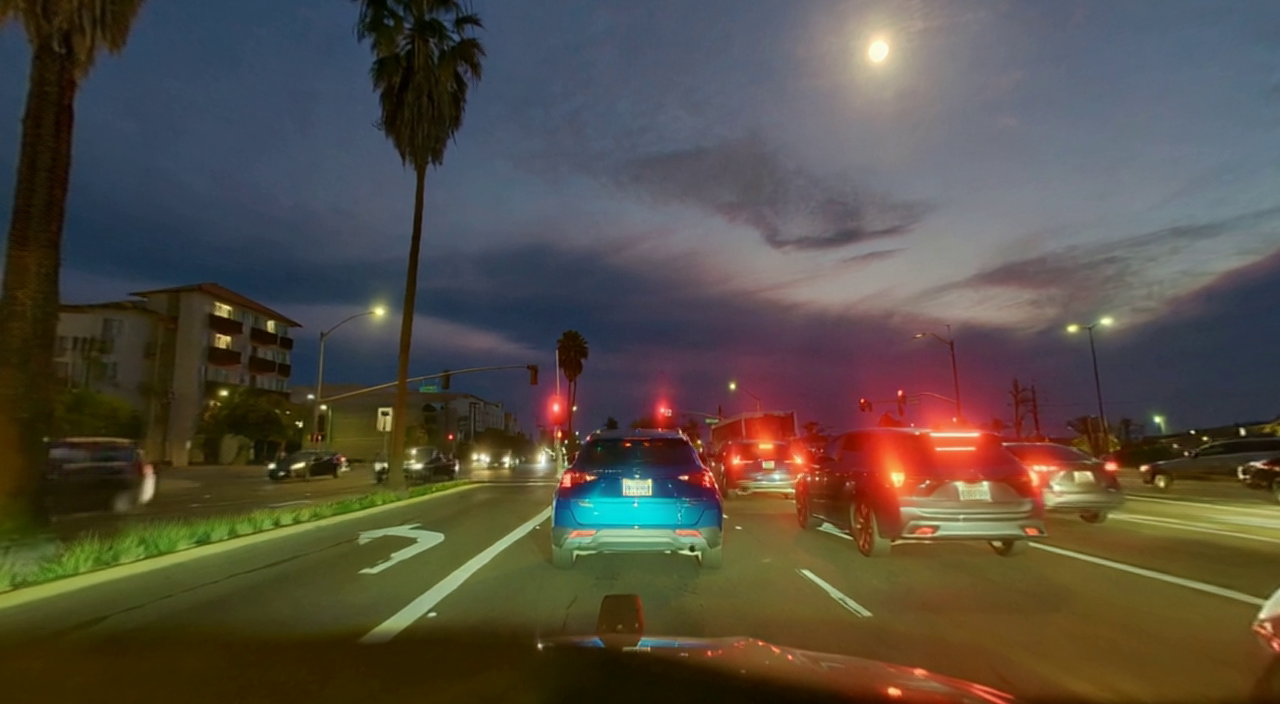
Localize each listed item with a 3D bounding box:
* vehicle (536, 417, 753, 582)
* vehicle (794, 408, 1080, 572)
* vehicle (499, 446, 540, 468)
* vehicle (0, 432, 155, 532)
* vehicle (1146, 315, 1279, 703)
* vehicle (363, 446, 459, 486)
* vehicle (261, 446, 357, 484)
[{"bbox_3d":[0.033,1.729,8.164,2.083,1.572,4.021,0,-9,0],"label":"vehicle"},{"bbox_3d":[3.665,1.776,8.840,1.947,1.725,4.159,0,-9,0],"label":"vehicle"},{"bbox_3d":[-8.625,7.574,45.595,1.975,1.478,4.670,0,-9,0],"label":"vehicle"},{"bbox_3d":[-12.593,2.533,12.640,2.180,1.776,4.521,0,-9,-1],"label":"vehicle"},{"bbox_3d":[3.393,0.471,0.258,2.171,1.806,5.058,0,-9,0],"label":"vehicle"},{"bbox_3d":[-9.180,4.602,25.813,2.168,1.462,4.505,0,-9,1],"label":"vehicle"},{"bbox_3d":[-16.416,5.582,31.646,2.167,1.737,4.824,0,-9,0],"label":"vehicle"}]
